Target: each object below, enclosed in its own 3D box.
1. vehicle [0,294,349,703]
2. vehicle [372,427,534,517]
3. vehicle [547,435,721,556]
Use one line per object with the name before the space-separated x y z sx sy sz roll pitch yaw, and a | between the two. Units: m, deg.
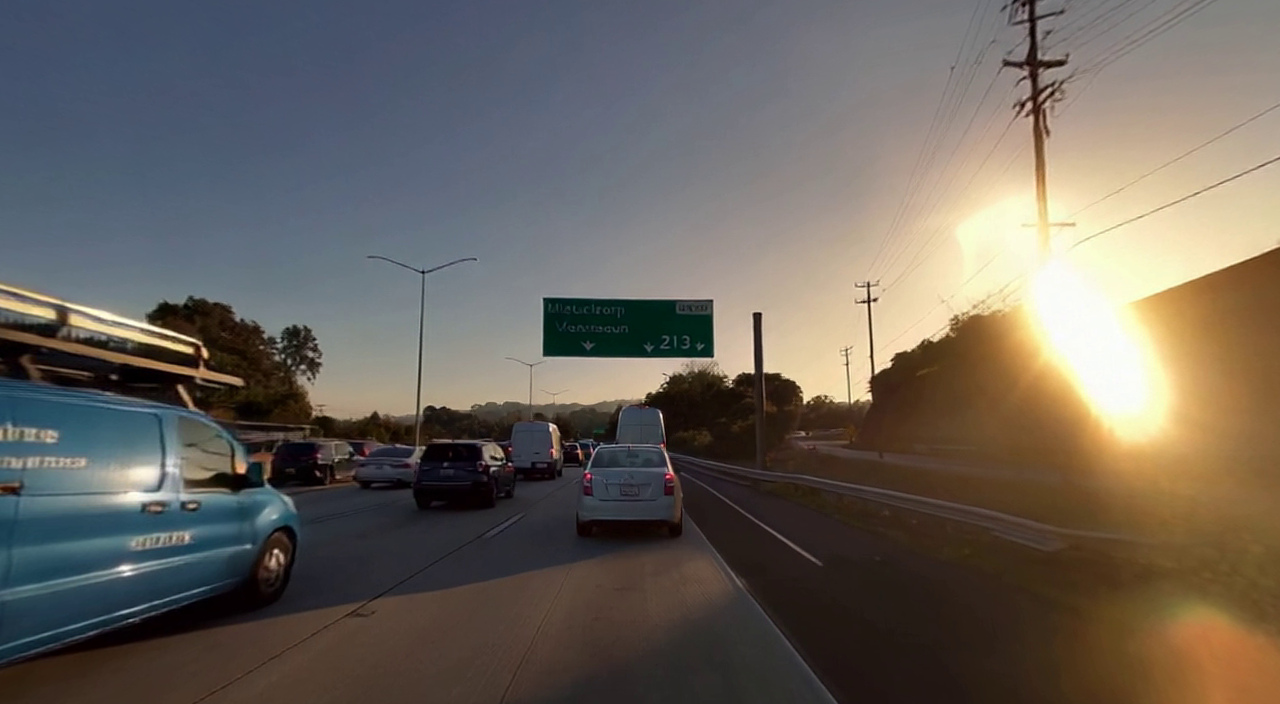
vehicle | -3.886 0.853 3.606 2.142 1.952 4.556 0 -8 1
vehicle | -3.876 2.569 13.980 2.114 1.657 4.432 0 -8 2
vehicle | -0.059 2.010 9.559 2.054 1.421 4.090 0 -8 0
